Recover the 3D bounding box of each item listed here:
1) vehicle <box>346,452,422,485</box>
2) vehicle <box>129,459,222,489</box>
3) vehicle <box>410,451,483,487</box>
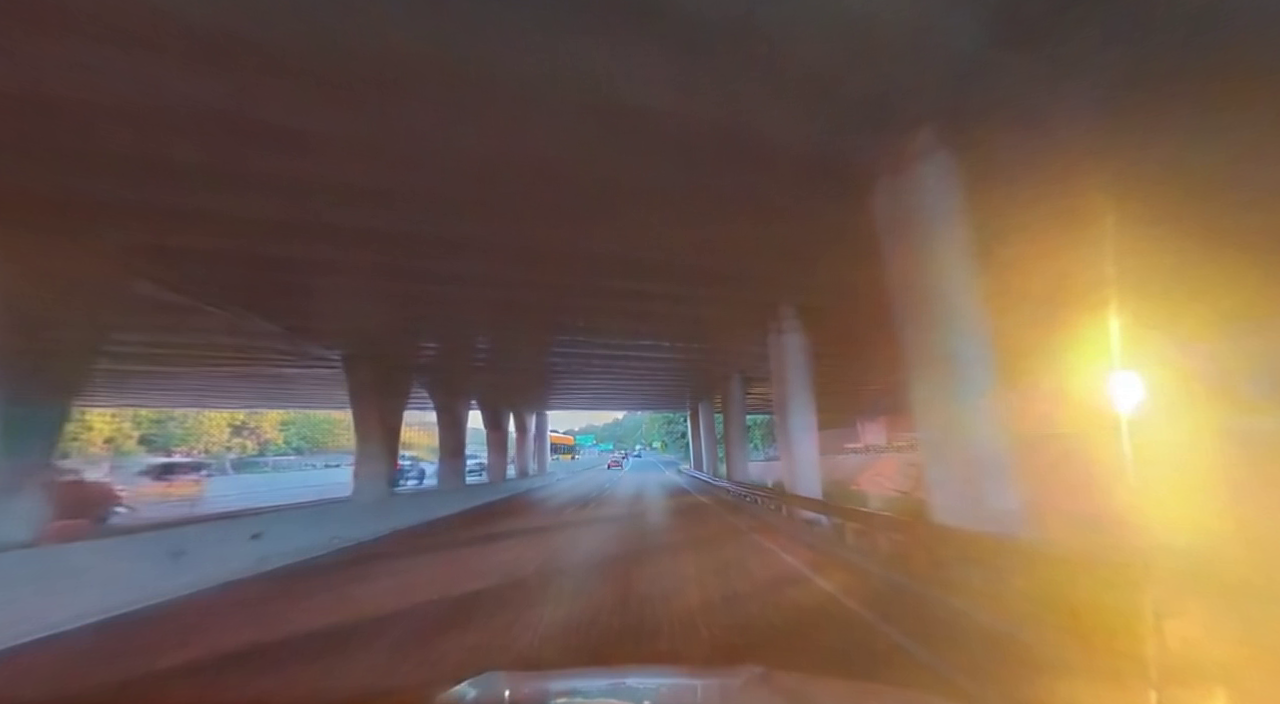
[{"bbox_3d":[-13.665,6.239,34.035,2.059,1.615,4.688,0,-9,0],"label":"vehicle"},{"bbox_3d":[-25.883,6.810,35.376,1.846,1.463,4.395,0,-9,0],"label":"vehicle"},{"bbox_3d":[-9.235,5.599,30.549,1.979,1.600,4.516,0,-9,1],"label":"vehicle"}]
